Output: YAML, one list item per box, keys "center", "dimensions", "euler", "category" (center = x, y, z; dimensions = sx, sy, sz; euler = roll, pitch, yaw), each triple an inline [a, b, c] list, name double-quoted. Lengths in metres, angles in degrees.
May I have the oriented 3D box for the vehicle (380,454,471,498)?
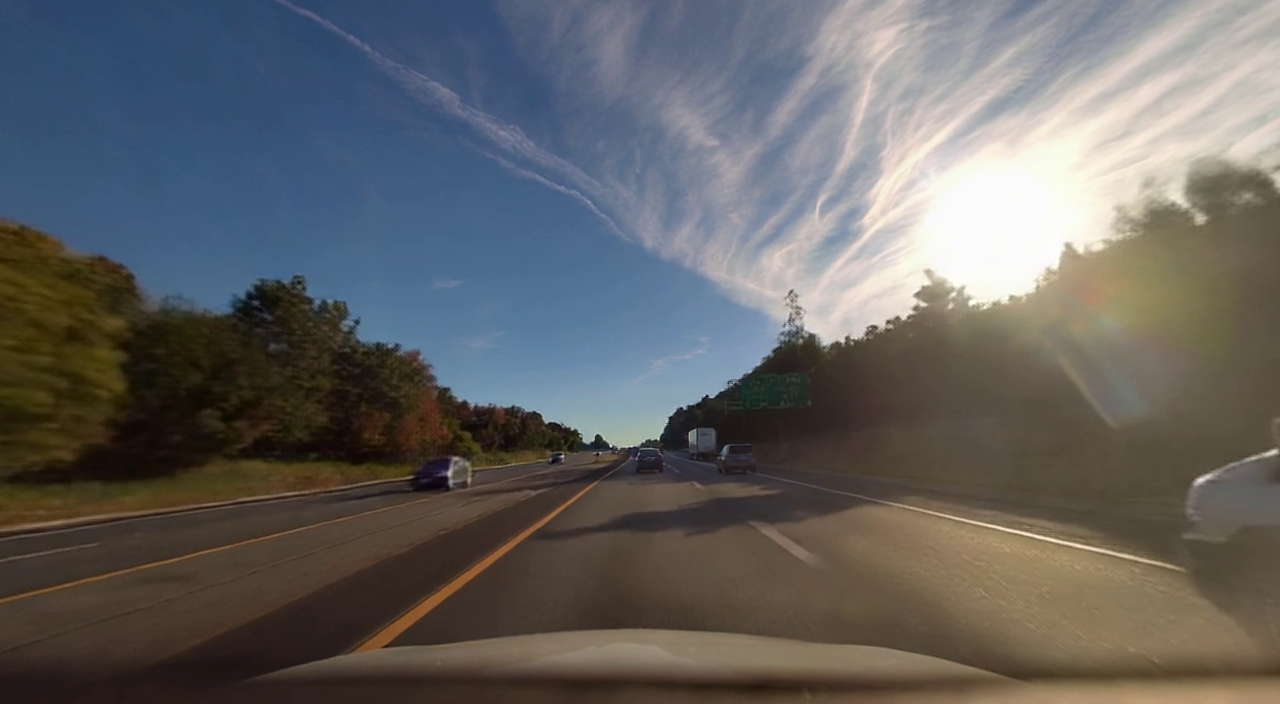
- center: [-8.632, 4.998, 25.876]
  dimensions: [2.008, 1.540, 4.953]
  euler: [0, -9, 0]
  category: "vehicle"

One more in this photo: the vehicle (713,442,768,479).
- center: [4.591, 5.005, 29.264]
  dimensions: [1.868, 1.566, 3.509]
  euler: [0, -9, -2]
  category: "vehicle"

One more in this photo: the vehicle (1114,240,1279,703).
- center: [4.115, 0.409, 1.469]
  dimensions: [2.232, 2.290, 4.720]
  euler: [0, -9, 0]
  category: "vehicle"

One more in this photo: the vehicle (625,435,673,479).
- center: [0.404, 5.017, 30.224]
  dimensions: [2.143, 1.925, 4.101]
  euler: [0, -9, 0]
  category: "vehicle"
